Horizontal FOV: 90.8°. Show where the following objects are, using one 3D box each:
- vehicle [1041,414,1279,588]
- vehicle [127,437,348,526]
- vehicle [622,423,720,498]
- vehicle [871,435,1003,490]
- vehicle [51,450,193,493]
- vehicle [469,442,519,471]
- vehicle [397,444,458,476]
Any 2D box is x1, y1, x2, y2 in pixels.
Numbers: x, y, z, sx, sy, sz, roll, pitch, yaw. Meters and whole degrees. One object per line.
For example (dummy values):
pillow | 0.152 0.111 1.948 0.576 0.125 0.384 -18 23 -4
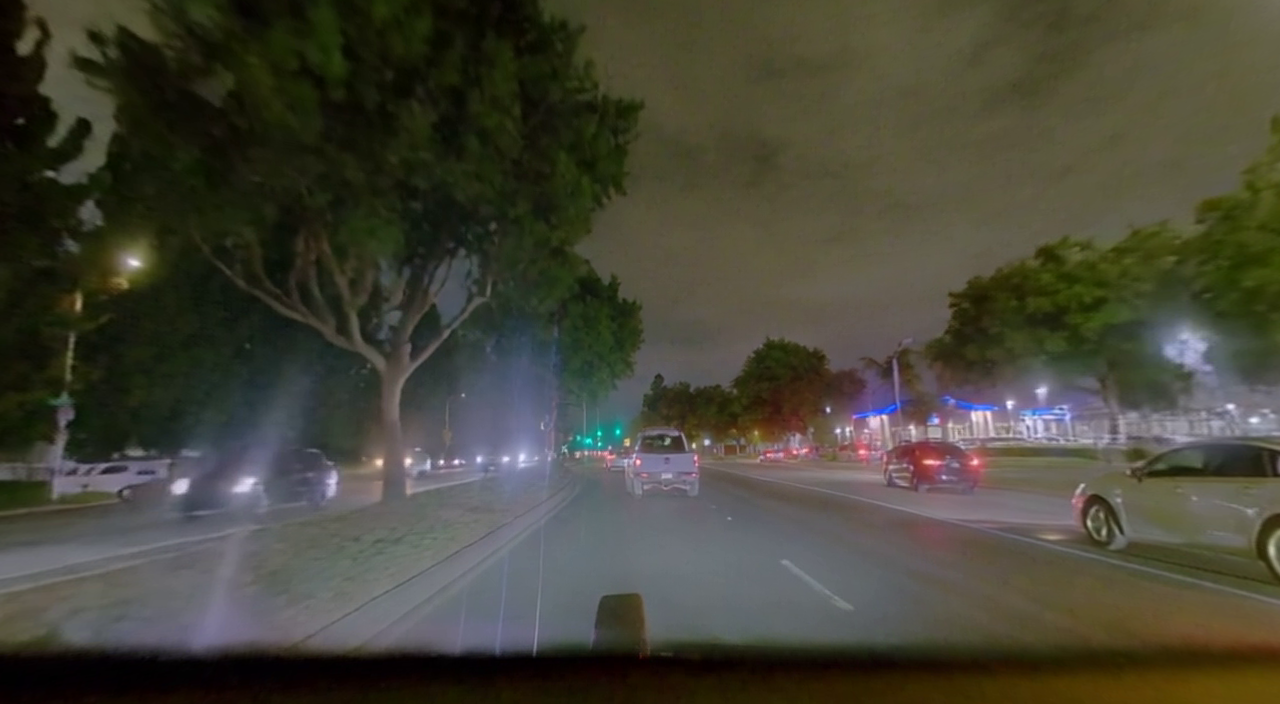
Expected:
vehicle | 6.525 1.428 6.407 1.994 1.488 4.313 0 -8 -1
vehicle | -8.895 2.852 14.599 2.196 1.717 4.453 0 -8 -1
vehicle | 0.706 3.096 18.458 2.300 1.870 4.936 0 -8 -4
vehicle | 9.106 3.397 19.862 1.894 1.517 4.419 0 -8 -1
vehicle | -26.027 5.942 31.779 5.966 1.957 2.305 -2 -9 15
vehicle | -9.348 6.718 40.897 2.104 1.778 4.520 0 -8 0
vehicle | -12.317 6.280 36.975 2.054 1.749 4.443 0 -8 -1
